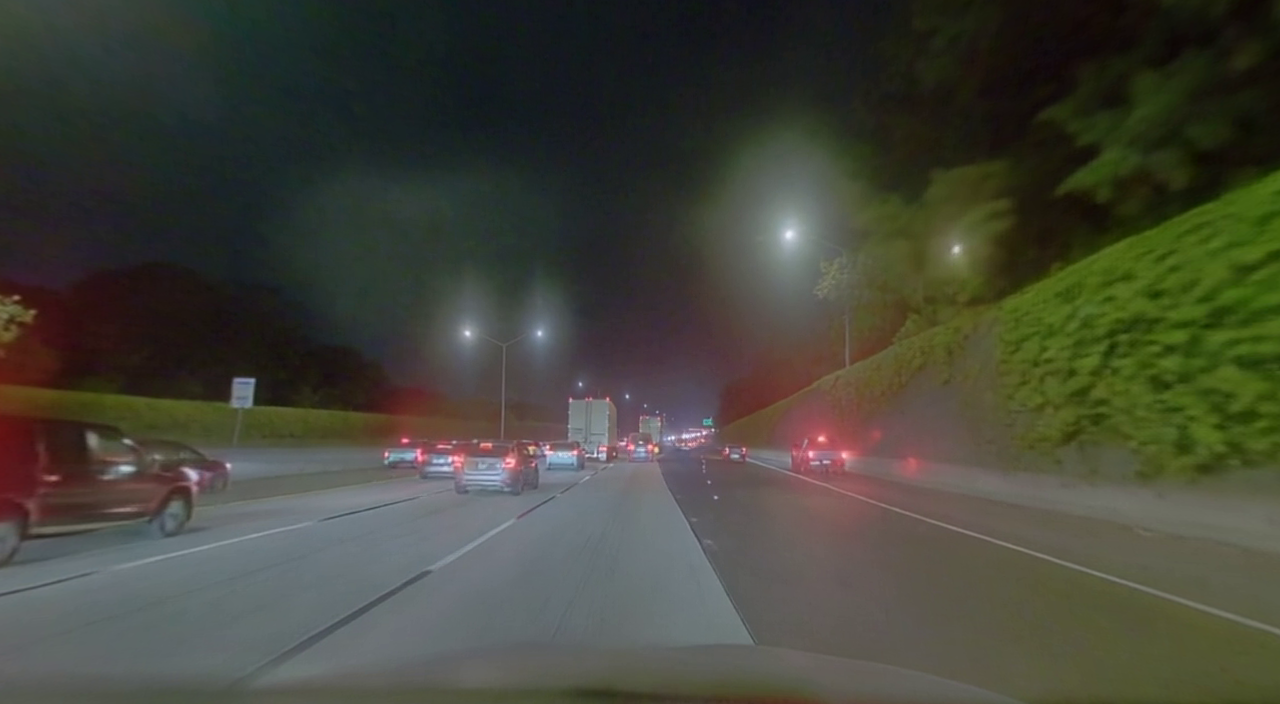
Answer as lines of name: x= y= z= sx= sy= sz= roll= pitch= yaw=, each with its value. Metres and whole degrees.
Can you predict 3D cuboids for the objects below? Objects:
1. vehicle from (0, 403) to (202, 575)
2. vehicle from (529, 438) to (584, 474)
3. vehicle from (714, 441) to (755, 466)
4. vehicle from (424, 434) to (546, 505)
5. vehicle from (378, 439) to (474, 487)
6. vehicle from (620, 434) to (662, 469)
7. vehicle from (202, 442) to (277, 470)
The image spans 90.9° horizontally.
vehicle: x=-7.733 y=1.556 z=7.398 sx=2.011 sy=1.789 sz=4.352 roll=0 pitch=-8 yaw=0
vehicle: x=-4.045 y=5.123 z=31.232 sx=2.124 sy=1.627 sz=3.863 roll=0 pitch=-8 yaw=1
vehicle: x=5.939 y=6.427 z=40.047 sx=2.176 sy=1.493 sz=3.955 roll=-1 pitch=-8 yaw=4
vehicle: x=-3.811 y=2.964 z=16.422 sx=1.866 sy=1.568 sz=4.603 roll=0 pitch=-8 yaw=2
vehicle: x=-7.592 y=3.966 z=22.823 sx=1.967 sy=1.555 sz=4.161 roll=0 pitch=-8 yaw=1
vehicle: x=0.078 y=5.744 z=36.513 sx=2.325 sy=1.864 sz=4.128 roll=0 pitch=-8 yaw=1
vehicle: x=-24.723 y=6.418 z=39.137 sx=2.122 sy=1.602 sz=3.796 roll=0 pitch=-8 yaw=0
